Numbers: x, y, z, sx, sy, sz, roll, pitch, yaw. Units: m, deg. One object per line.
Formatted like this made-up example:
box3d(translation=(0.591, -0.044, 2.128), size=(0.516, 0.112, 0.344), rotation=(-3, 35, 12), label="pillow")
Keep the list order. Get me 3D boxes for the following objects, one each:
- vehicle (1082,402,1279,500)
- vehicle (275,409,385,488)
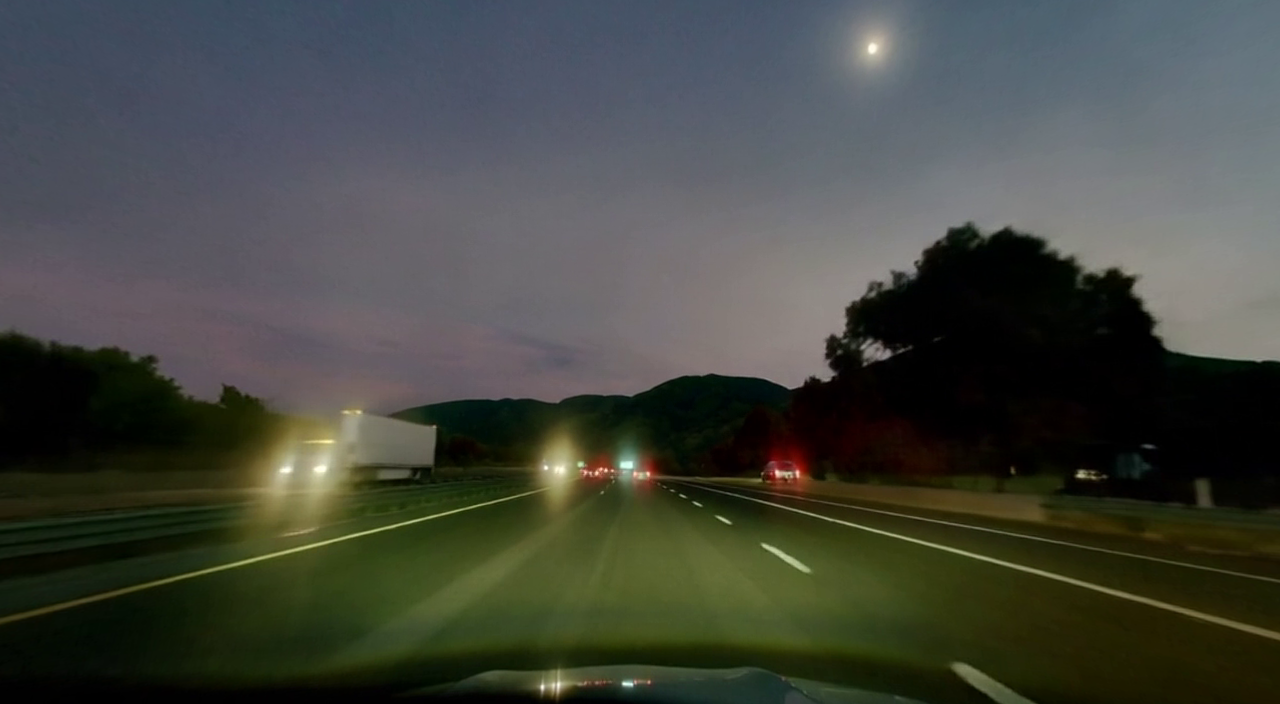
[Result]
box3d(translation=(22.454, 3.607, 22.584), size=(2.846, 3.184, 14.350), rotation=(1, -10, 0), label="vehicle")
box3d(translation=(-17.057, 5.455, 35.213), size=(2.985, 3.978, 5.891), rotation=(1, -11, -1), label="vehicle")
